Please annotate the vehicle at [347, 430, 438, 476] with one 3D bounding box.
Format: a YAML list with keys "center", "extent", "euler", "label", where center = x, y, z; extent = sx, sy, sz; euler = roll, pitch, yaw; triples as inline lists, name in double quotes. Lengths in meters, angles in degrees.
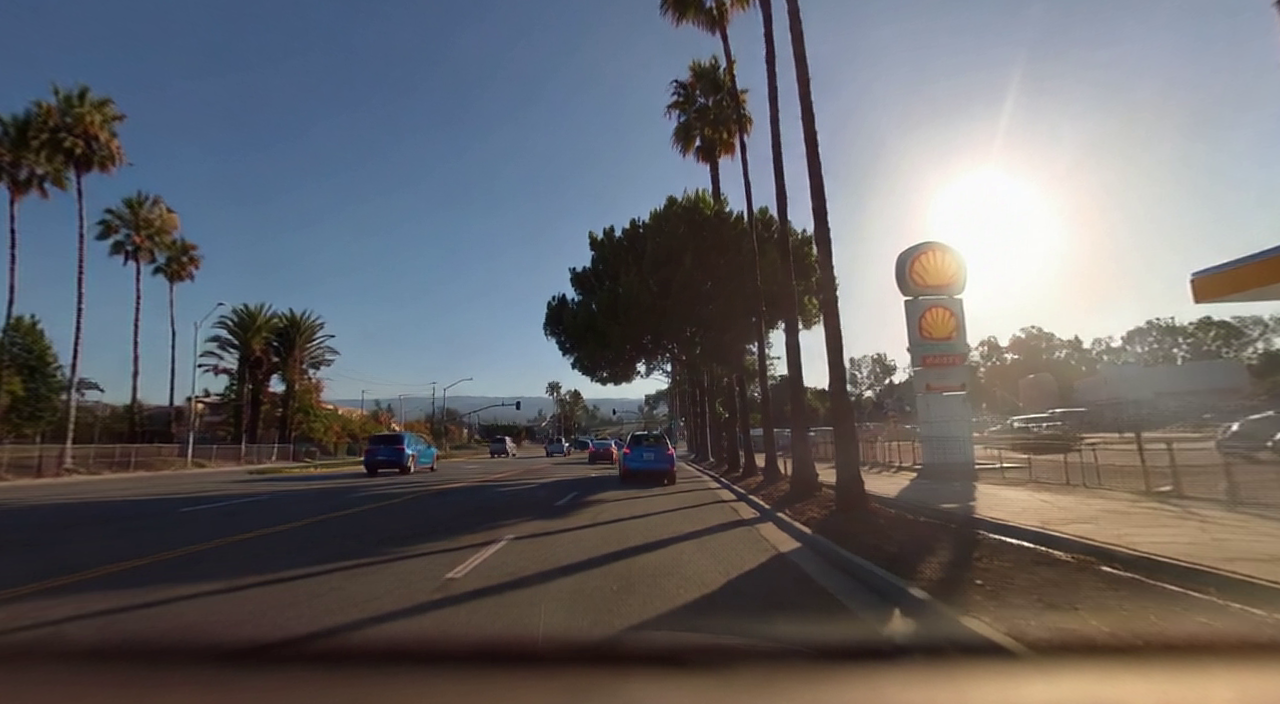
- center: [-10.252, 4.205, 26.395]
  extent: [1.965, 1.743, 4.327]
  euler: [0, -8, 2]
  label: "vehicle"

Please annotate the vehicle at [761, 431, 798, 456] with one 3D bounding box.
- center: [8.664, 5.641, 38.851]
  extent: [1.837, 1.416, 3.947]
  euler: [-2, -8, 18]
  label: "vehicle"

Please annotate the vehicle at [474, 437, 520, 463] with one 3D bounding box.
- center: [-10.182, 6.958, 45.011]
  extent: [1.998, 1.731, 4.952]
  euler: [0, -8, 1]
  label: "vehicle"

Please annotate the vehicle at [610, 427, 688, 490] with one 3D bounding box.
- center: [0.300, 3.181, 19.136]
  extent: [2.121, 1.710, 3.893]
  euler: [0, -8, 2]
  label: "vehicle"
